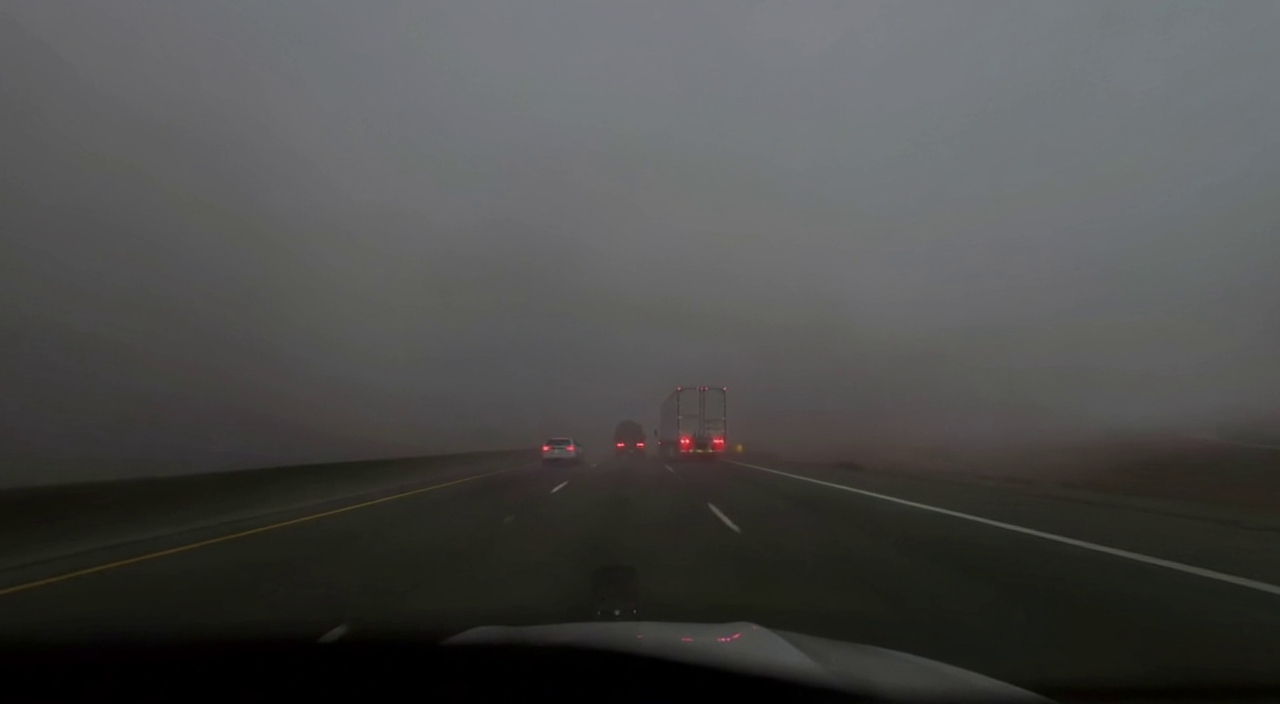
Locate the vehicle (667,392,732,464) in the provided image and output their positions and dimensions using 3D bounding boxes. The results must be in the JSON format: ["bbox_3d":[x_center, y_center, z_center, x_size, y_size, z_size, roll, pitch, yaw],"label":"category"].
[{"bbox_3d":[3.554,5.023,40.497,2.997,3.983,10.860,1,-8,-1],"label":"vehicle"}]

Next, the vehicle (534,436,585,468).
[{"bbox_3d":[-4.093,5.180,32.788,2.111,1.536,4.270,0,-8,0],"label":"vehicle"}]
